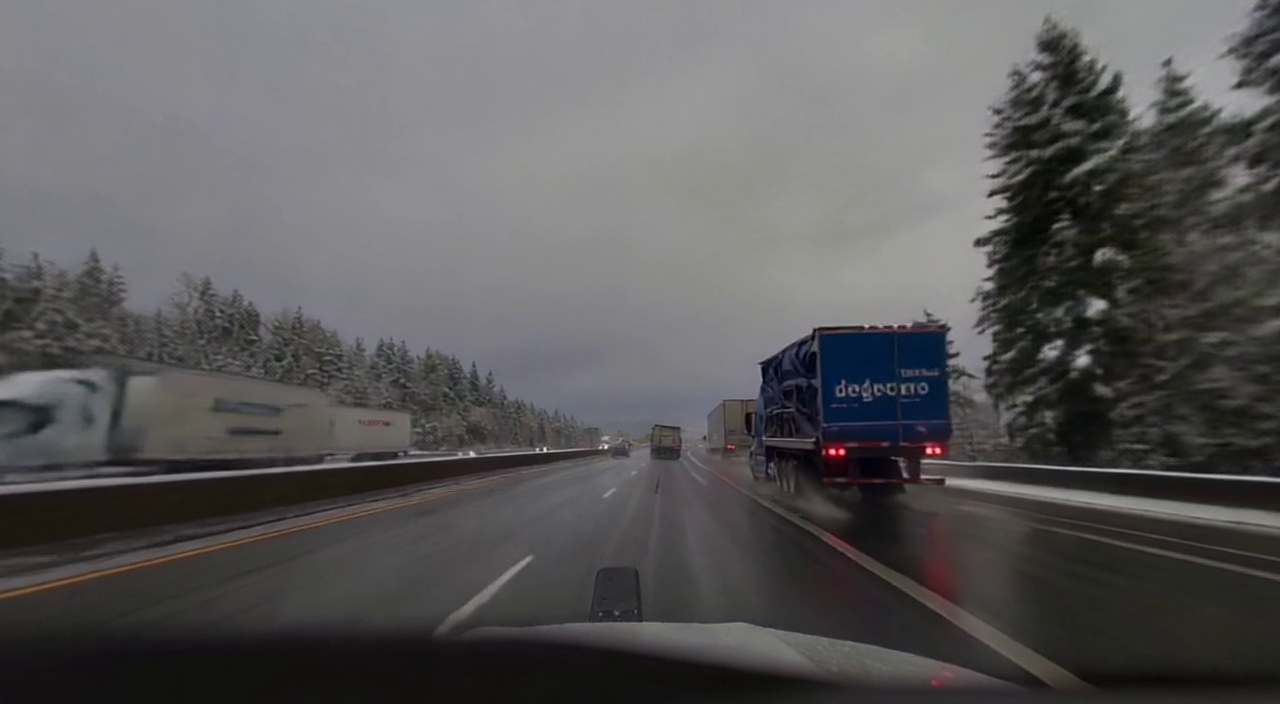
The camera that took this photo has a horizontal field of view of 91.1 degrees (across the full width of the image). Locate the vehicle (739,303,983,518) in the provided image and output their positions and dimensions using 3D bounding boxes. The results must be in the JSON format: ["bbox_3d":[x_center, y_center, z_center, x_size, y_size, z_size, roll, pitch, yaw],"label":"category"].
[{"bbox_3d":[4.732,1.678,16.346,2.920,3.860,10.035,0,-8,2],"label":"vehicle"}]

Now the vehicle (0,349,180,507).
[{"bbox_3d":[-15.893,1.995,16.219,3.037,3.540,6.335,0,-8,1],"label":"vehicle"}]
